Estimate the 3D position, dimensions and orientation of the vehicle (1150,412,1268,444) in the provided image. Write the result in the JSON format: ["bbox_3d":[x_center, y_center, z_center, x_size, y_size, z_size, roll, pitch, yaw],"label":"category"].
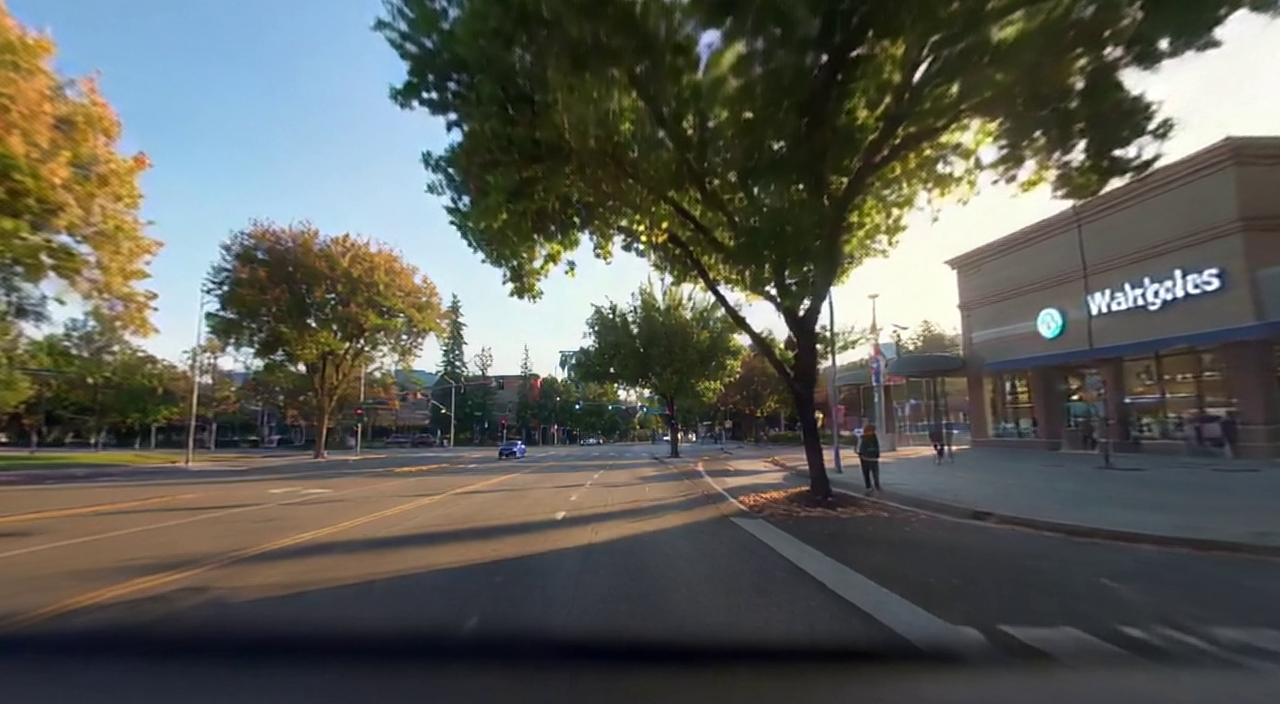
[{"bbox_3d":[32.474,4.374,36.025,4.763,1.725,2.082,0,-9,-3],"label":"vehicle"}]
